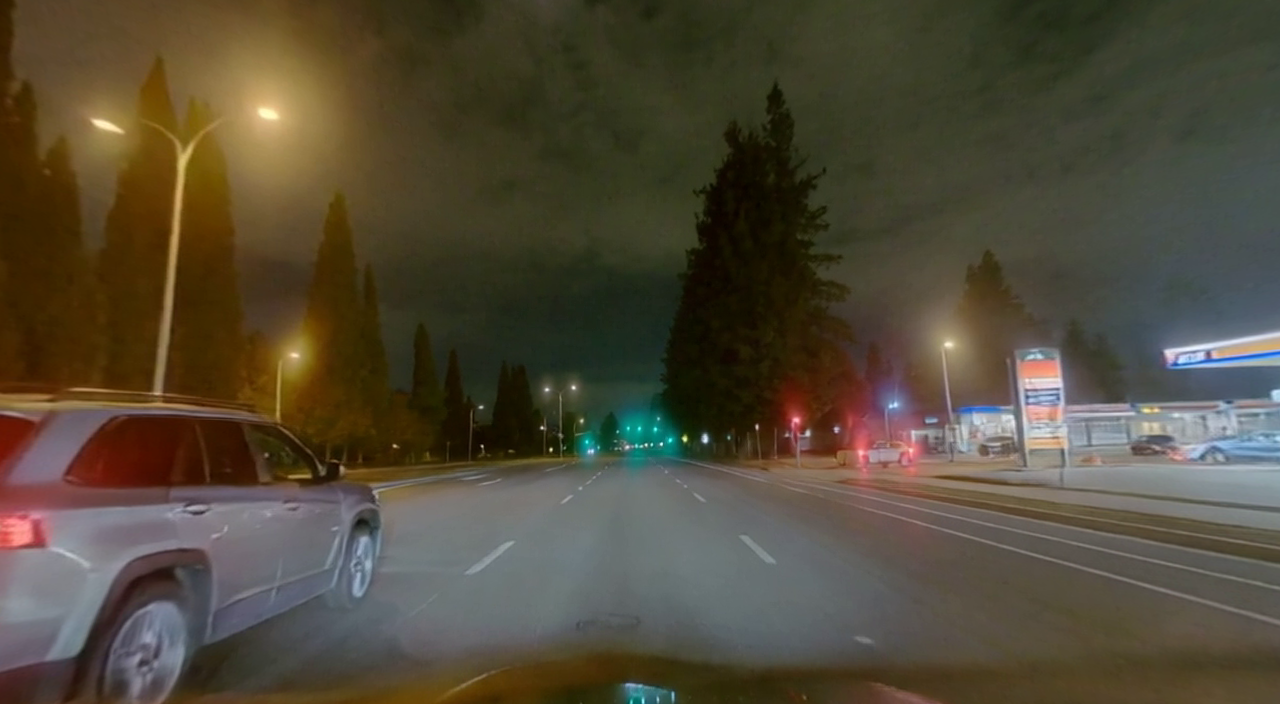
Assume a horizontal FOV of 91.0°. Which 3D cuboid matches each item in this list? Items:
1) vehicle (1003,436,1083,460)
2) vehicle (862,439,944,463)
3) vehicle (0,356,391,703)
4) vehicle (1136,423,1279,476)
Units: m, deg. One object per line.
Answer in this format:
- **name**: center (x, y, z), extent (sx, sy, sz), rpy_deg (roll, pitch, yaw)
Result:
- **vehicle**: center (30.163, 7.213, 47.247), extent (4.507, 1.752, 2.016), rpy_deg (-2, -9, 9)
- **vehicle**: center (17.731, 6.724, 42.646), extent (4.671, 1.466, 1.937), rpy_deg (0, -10, 5)
- **vehicle**: center (-3.412, 1.057, 3.637), extent (2.039, 1.656, 4.710), rpy_deg (0, -9, -1)
- **vehicle**: center (23.173, 3.875, 25.348), extent (2.302, 1.795, 4.724), rpy_deg (-3, -8, -3)
